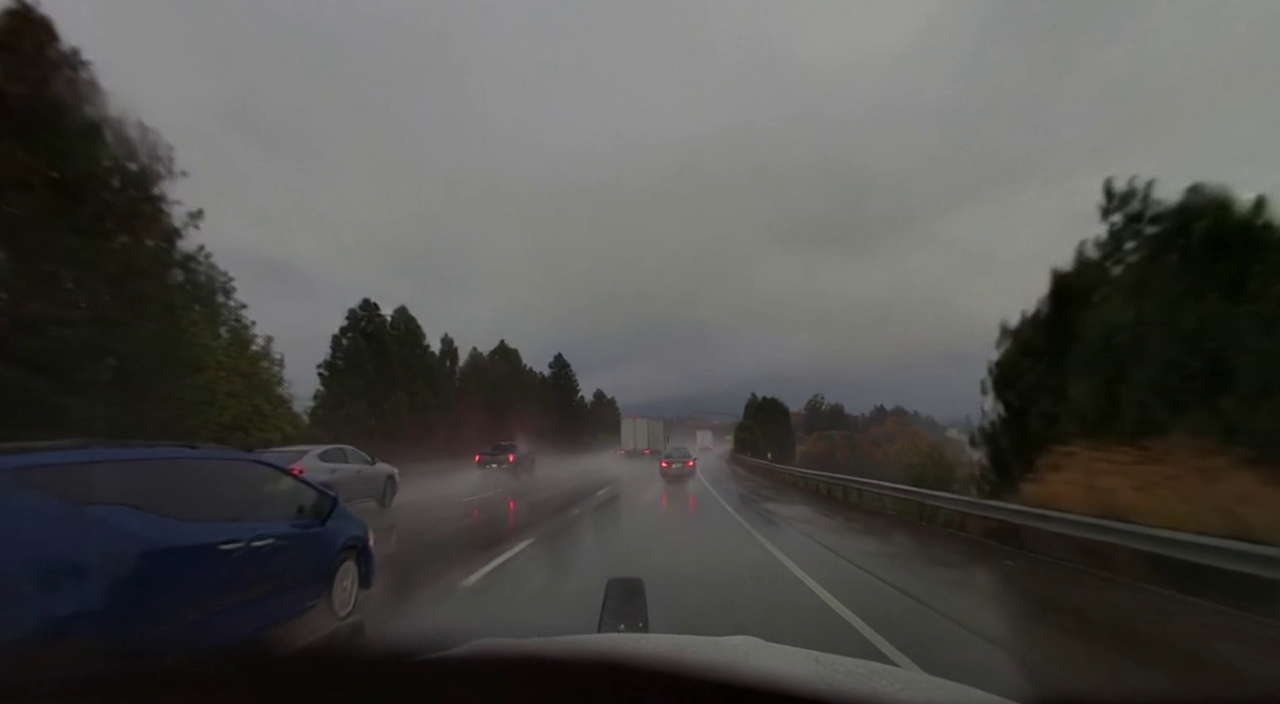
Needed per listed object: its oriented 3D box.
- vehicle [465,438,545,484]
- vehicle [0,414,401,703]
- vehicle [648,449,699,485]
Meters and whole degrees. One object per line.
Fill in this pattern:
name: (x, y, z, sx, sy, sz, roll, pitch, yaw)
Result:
vehicle: (-5.858, 4.840, 28.153, 2.142, 1.833, 4.854, -1, -9, 5)
vehicle: (-3.399, 1.223, 3.870, 1.916, 1.486, 4.631, 0, -9, 2)
vehicle: (1.392, 4.737, 26.219, 1.984, 1.365, 3.767, -1, -9, 3)
